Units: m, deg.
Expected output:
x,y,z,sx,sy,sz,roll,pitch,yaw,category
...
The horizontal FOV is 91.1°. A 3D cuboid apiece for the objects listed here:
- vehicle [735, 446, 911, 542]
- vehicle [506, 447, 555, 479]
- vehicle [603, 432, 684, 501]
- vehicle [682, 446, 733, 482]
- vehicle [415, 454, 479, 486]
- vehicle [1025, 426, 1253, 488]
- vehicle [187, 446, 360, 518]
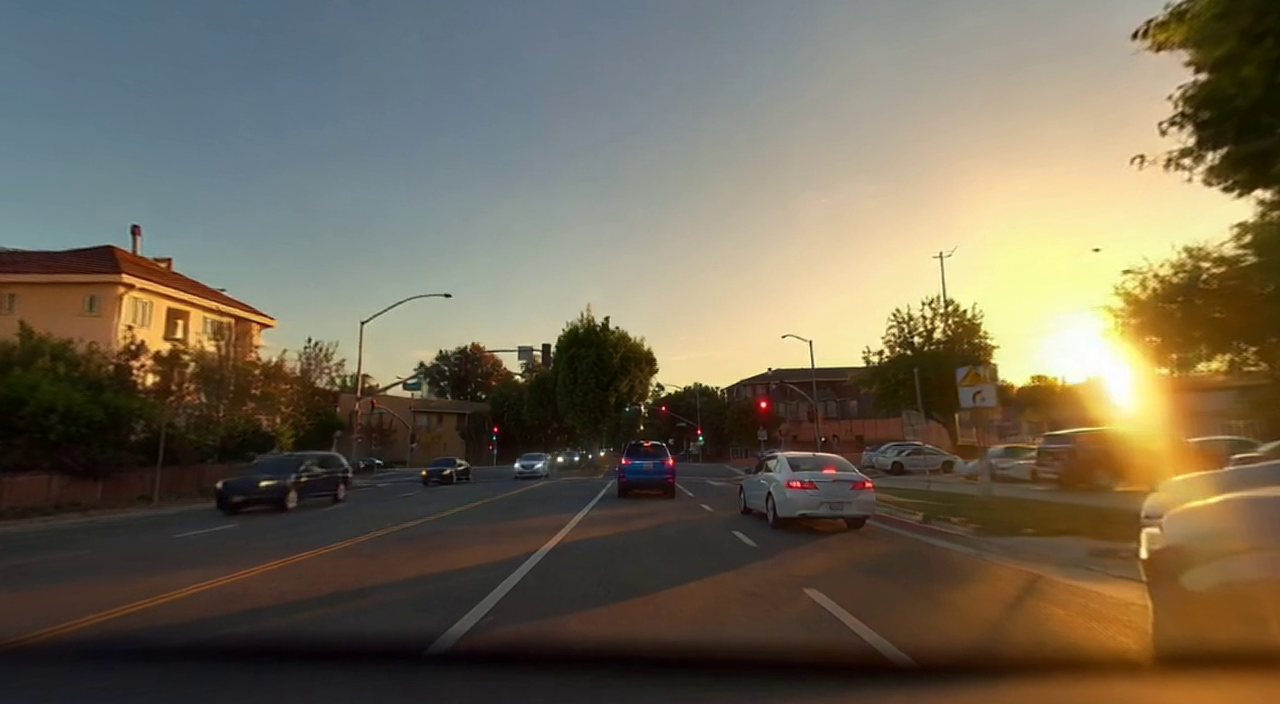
x,y,z,sx,sy,sz,roll,pitch,yaw,category
3.206,2.556,12.066,1.900,1.478,4.425,0,-9,-2,vehicle
-6.416,6.545,37.327,2.092,1.802,4.270,0,-9,1,vehicle
0.074,3.560,19.911,2.296,1.947,4.168,0,-9,0,vehicle
3.506,5.888,33.364,2.138,1.729,4.178,0,-9,-1,vehicle
-10.037,6.165,33.066,1.962,1.458,4.505,0,-9,0,vehicle
13.704,2.907,17.472,4.648,1.583,2.018,0,-9,-2,vehicle
-10.255,3.610,18.136,2.161,1.764,4.725,0,-9,0,vehicle
